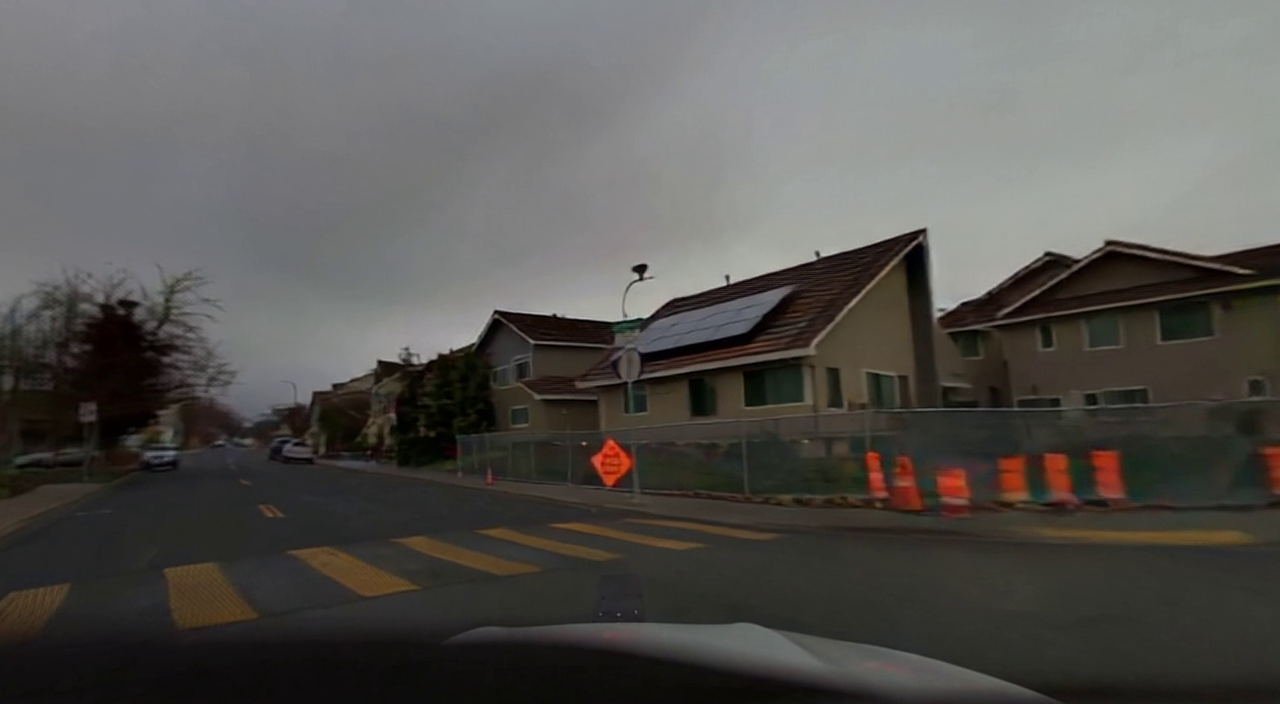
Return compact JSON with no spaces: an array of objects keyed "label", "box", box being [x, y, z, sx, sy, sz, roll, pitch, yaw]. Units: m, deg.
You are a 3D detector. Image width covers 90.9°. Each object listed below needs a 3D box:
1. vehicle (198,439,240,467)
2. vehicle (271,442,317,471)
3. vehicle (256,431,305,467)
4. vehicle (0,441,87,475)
[{"label":"vehicle","box":[-28.241,6.756,42.311,2.050,1.742,4.197,5,-9,-31]},{"label":"vehicle","box":[-20.038,5.997,36.381,1.998,1.494,3.927,5,-9,-32]},{"label":"vehicle","box":[-25.607,6.823,44.762,2.492,2.319,5.914,5,-9,-33]},{"label":"vehicle","box":[-37.225,6.565,38.837,4.205,1.745,2.121,1,-10,-29]}]
